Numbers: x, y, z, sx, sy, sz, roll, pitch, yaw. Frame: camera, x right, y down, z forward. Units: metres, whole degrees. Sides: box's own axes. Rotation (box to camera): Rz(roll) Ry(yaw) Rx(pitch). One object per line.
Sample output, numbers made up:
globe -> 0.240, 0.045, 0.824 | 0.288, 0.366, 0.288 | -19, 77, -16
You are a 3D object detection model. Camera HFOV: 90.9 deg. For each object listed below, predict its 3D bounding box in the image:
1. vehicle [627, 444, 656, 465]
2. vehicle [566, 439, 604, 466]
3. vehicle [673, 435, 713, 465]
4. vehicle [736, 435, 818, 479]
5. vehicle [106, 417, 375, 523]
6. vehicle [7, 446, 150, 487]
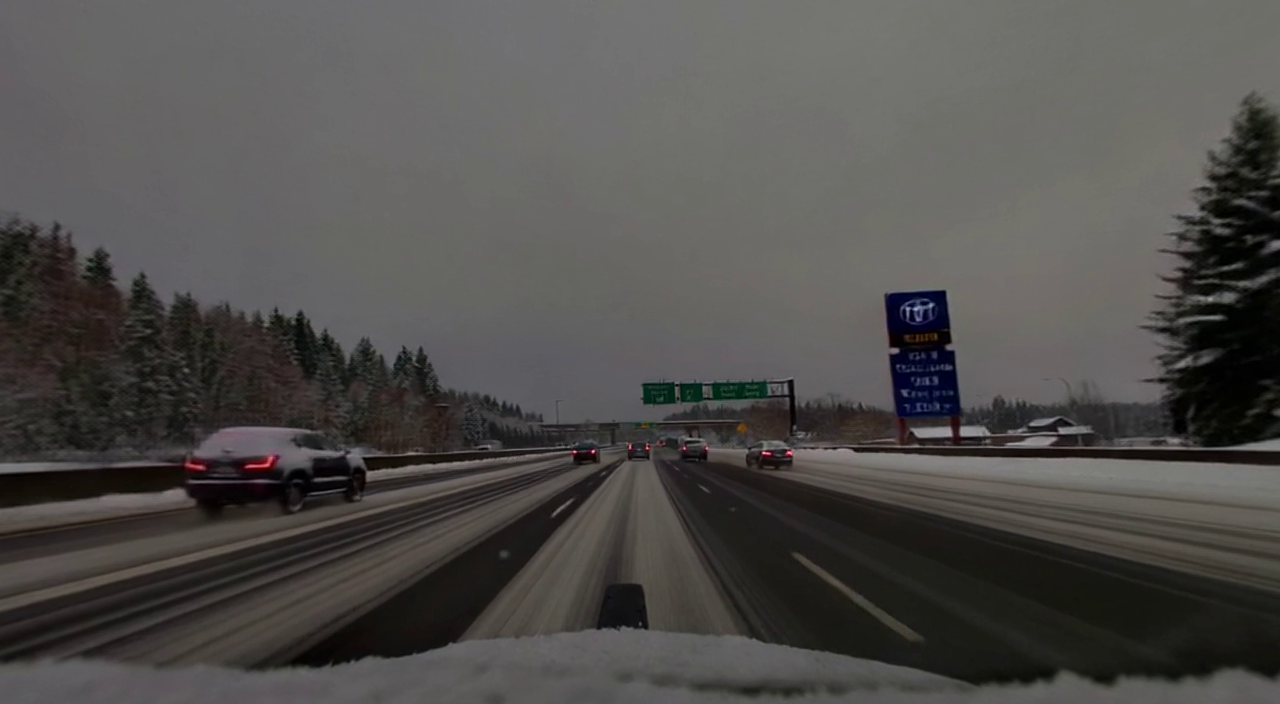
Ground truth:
vehicle -> 0.106, 7.553, 46.797 | 2.050, 1.452, 3.917 | 0, -8, 0
vehicle -> -3.790, 6.999, 44.044 | 2.118, 1.750, 4.875 | 0, -8, 1
vehicle -> 3.680, 6.916, 44.690 | 2.348, 1.991, 5.460 | 0, -8, 0
vehicle -> 5.598, 4.360, 26.428 | 2.196, 1.659, 4.451 | 0, -8, -3
vehicle -> -7.906, 2.395, 13.391 | 2.199, 1.781, 5.271 | 0, -8, 1
vehicle -> -22.617, 4.589, 25.662 | 1.926, 1.487, 4.171 | -1, -8, 1
